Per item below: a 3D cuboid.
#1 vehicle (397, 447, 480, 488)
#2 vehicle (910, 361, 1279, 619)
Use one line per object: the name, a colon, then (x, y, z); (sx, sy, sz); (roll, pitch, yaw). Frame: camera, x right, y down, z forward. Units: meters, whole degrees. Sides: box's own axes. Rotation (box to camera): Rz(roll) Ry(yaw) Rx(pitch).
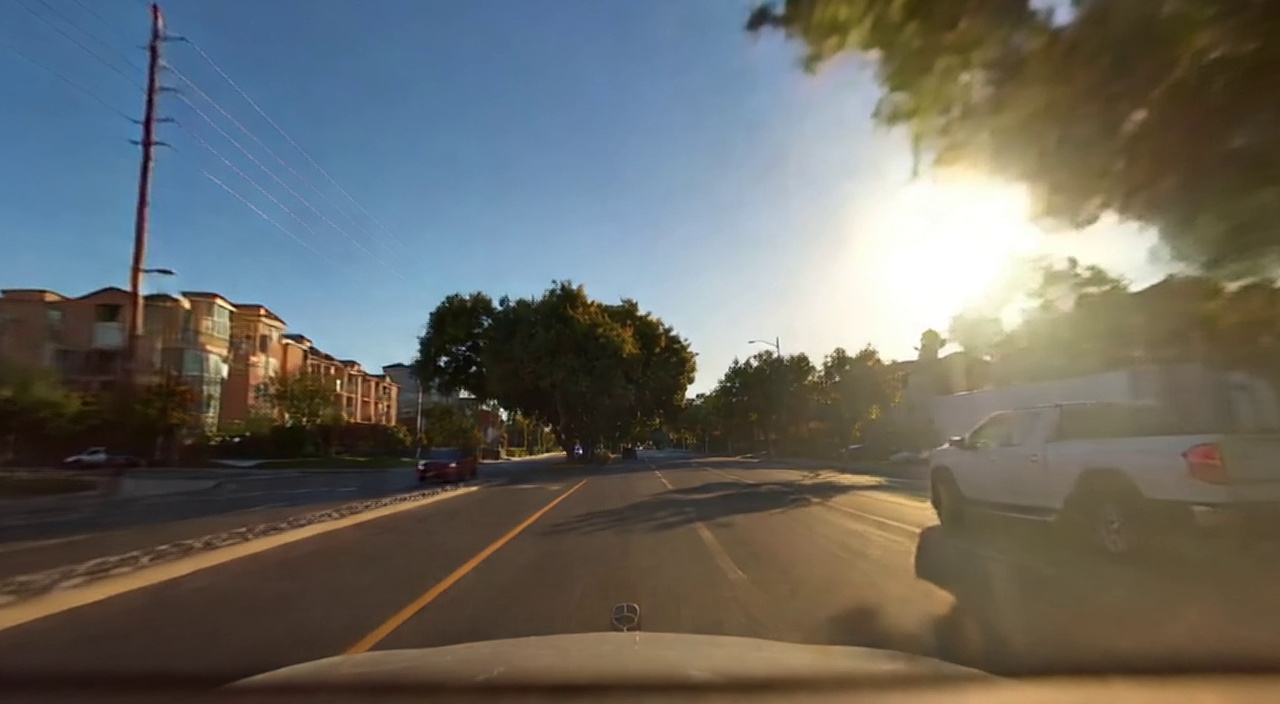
vehicle: (-8.642, 4.954, 27.540); (2.140, 1.609, 4.460); (0, -9, 0)
vehicle: (6.019, 1.495, 7.921); (2.493, 1.956, 6.125); (0, -9, -1)
